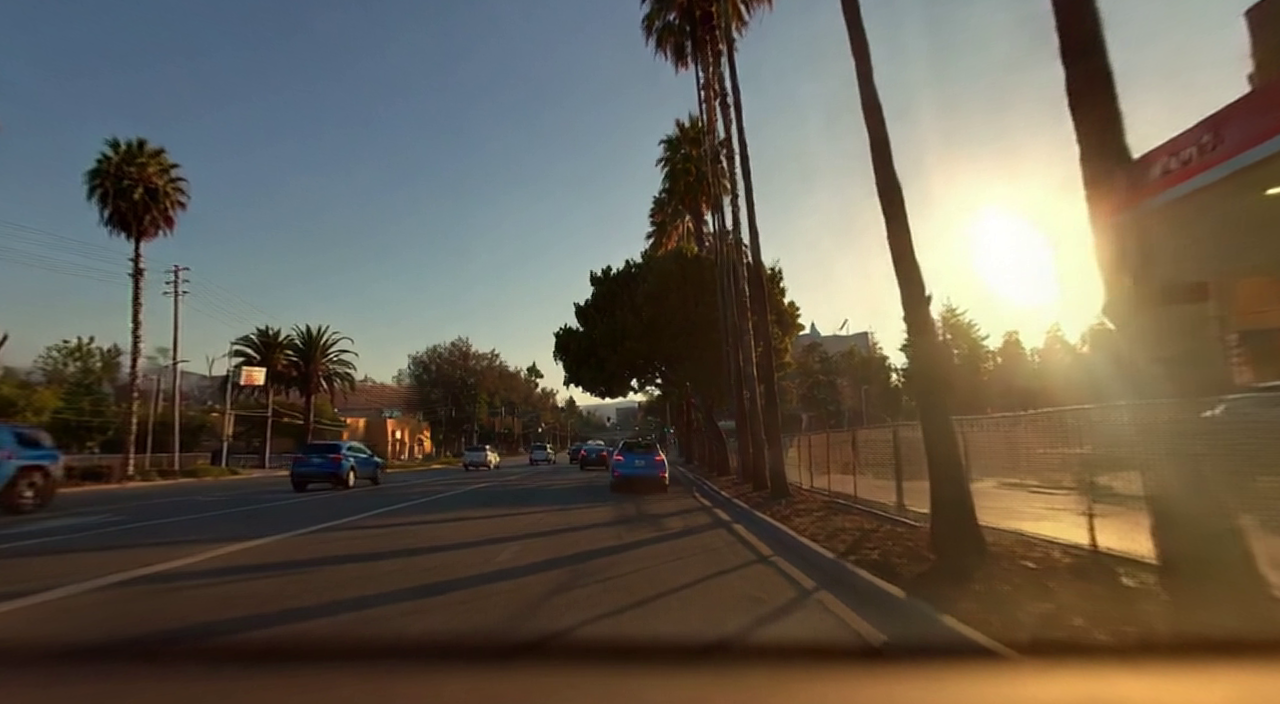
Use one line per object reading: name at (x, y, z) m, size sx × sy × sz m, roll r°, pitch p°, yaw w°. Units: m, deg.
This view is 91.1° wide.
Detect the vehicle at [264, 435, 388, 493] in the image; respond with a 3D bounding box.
vehicle at (-10.585, 3.797, 21.596) m, size 1.965 × 1.743 × 4.327 m, roll 0°, pitch -9°, yaw 1°

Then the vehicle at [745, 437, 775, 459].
vehicle at (8.261, 6.544, 42.971) m, size 1.837 × 1.416 × 3.947 m, roll -2°, pitch -9°, yaw 12°

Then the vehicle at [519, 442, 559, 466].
vehicle at (-7.186, 7.288, 45.094) m, size 2.099 × 1.608 × 4.420 m, roll 0°, pitch -9°, yaw 1°

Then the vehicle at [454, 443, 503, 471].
vehicle at (-10.813, 7.047, 42.420) m, size 1.998 × 1.731 × 4.952 m, roll 0°, pitch -9°, yaw 0°

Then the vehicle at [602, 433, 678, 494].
vehicle at (0.037, 3.447, 19.726) m, size 2.121 × 1.710 × 3.893 m, roll 0°, pitch -9°, yaw 1°
